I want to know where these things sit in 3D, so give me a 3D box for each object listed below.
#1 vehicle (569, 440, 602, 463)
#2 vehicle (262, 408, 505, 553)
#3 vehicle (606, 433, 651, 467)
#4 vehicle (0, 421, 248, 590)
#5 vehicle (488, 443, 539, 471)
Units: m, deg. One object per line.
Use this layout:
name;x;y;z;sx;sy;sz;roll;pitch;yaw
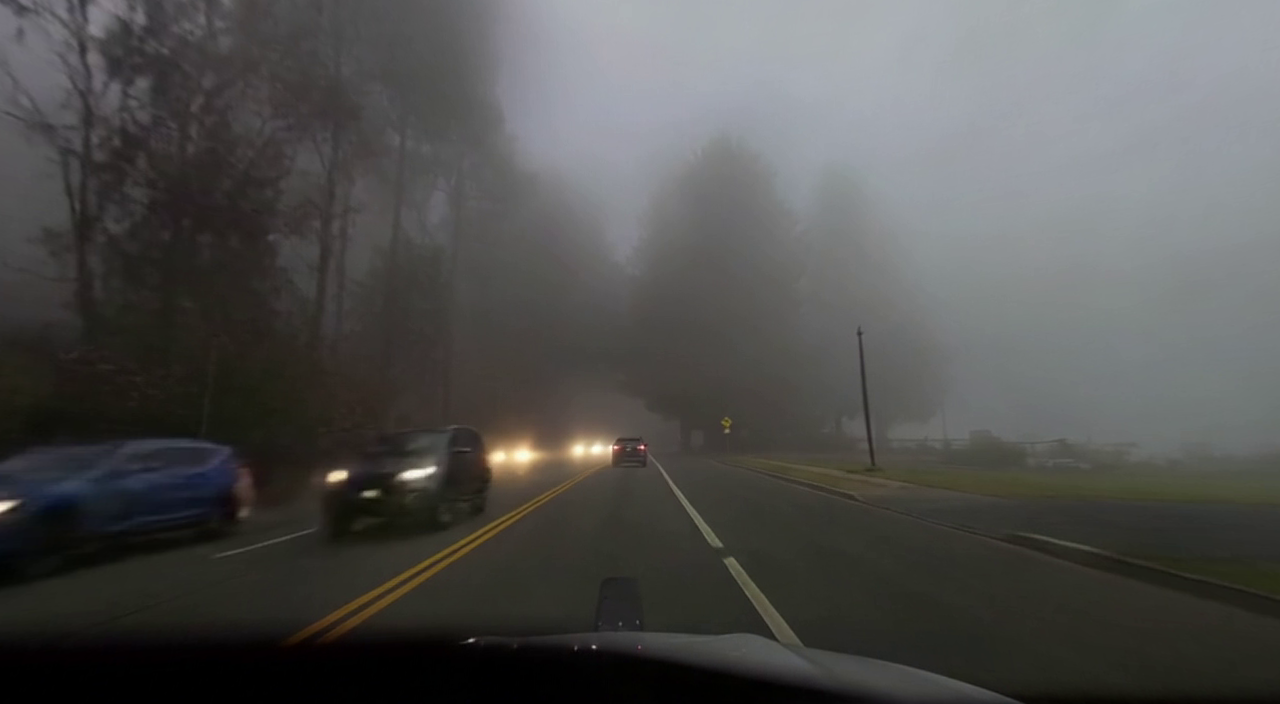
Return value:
vehicle;-4.213;7.757;49.278;2.115;1.638;4.098;0;-9;1
vehicle;-3.702;1.951;10.239;1.991;1.794;4.572;0;-9;0
vehicle;-0.615;5.997;38.837;2.554;1.902;5.329;0;-9;1
vehicle;-7.702;1.972;8.665;1.978;1.744;4.301;-3;-9;-1
vehicle;-7.954;6.632;40.160;2.211;1.608;4.942;0;-9;1
